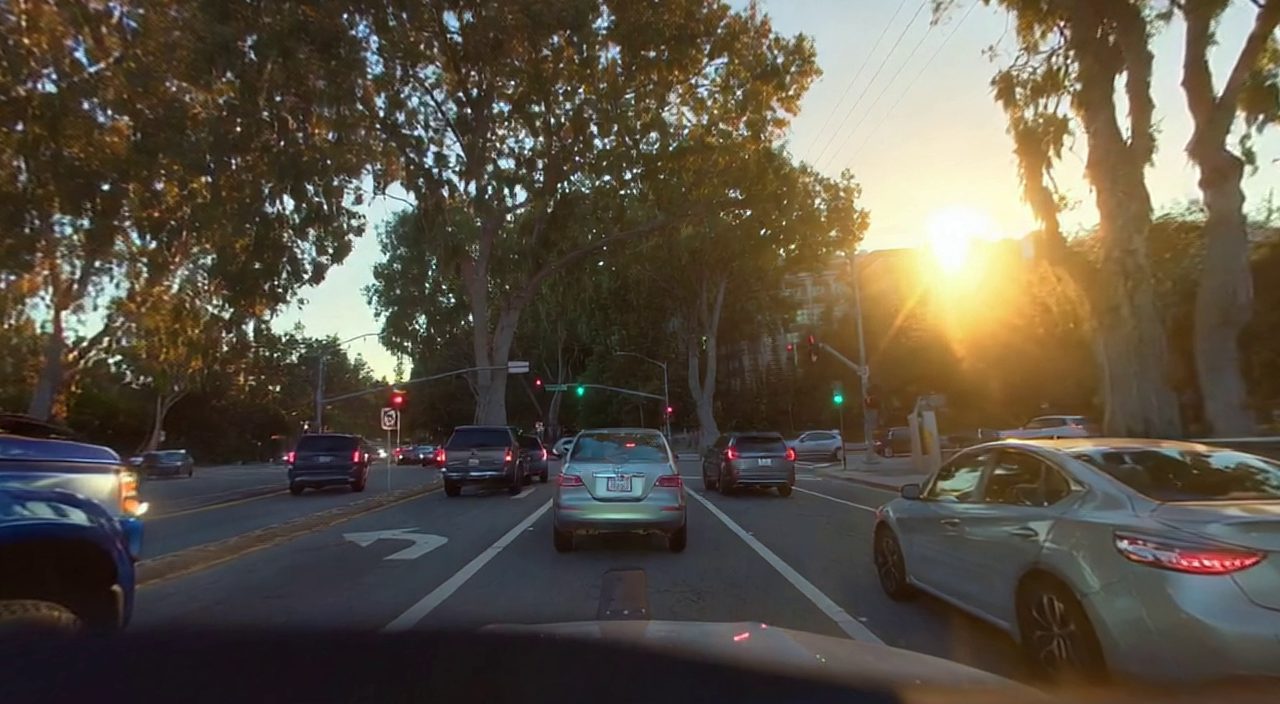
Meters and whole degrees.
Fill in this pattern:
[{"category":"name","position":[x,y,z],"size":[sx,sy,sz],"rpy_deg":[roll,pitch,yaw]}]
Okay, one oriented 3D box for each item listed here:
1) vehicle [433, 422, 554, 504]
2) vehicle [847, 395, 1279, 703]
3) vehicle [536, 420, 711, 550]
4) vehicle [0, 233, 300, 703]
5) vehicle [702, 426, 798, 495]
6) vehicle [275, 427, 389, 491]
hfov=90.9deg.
[{"category":"vehicle","position":[-3.677,2.882,16.800],"size":[2.089,1.857,4.488],"rpy_deg":[0,-8,1]},{"category":"vehicle","position":[3.005,1.150,3.855],"size":[1.874,1.477,4.698],"rpy_deg":[0,-8,0]},{"category":"vehicle","position":[-0.216,1.942,9.821],"size":[2.194,1.607,3.690],"rpy_deg":[0,-8,0]},{"category":"vehicle","position":[-3.464,0.461,0.985],"size":[2.656,2.021,5.800],"rpy_deg":[0,-8,-1]},{"category":"vehicle","position":[3.198,3.269,19.353],"size":[2.102,1.841,4.587],"rpy_deg":[0,-8,0]},{"category":"vehicle","position":[-9.320,3.249,19.582],"size":[2.385,1.687,5.025],"rpy_deg":[2,-9,-17]}]
